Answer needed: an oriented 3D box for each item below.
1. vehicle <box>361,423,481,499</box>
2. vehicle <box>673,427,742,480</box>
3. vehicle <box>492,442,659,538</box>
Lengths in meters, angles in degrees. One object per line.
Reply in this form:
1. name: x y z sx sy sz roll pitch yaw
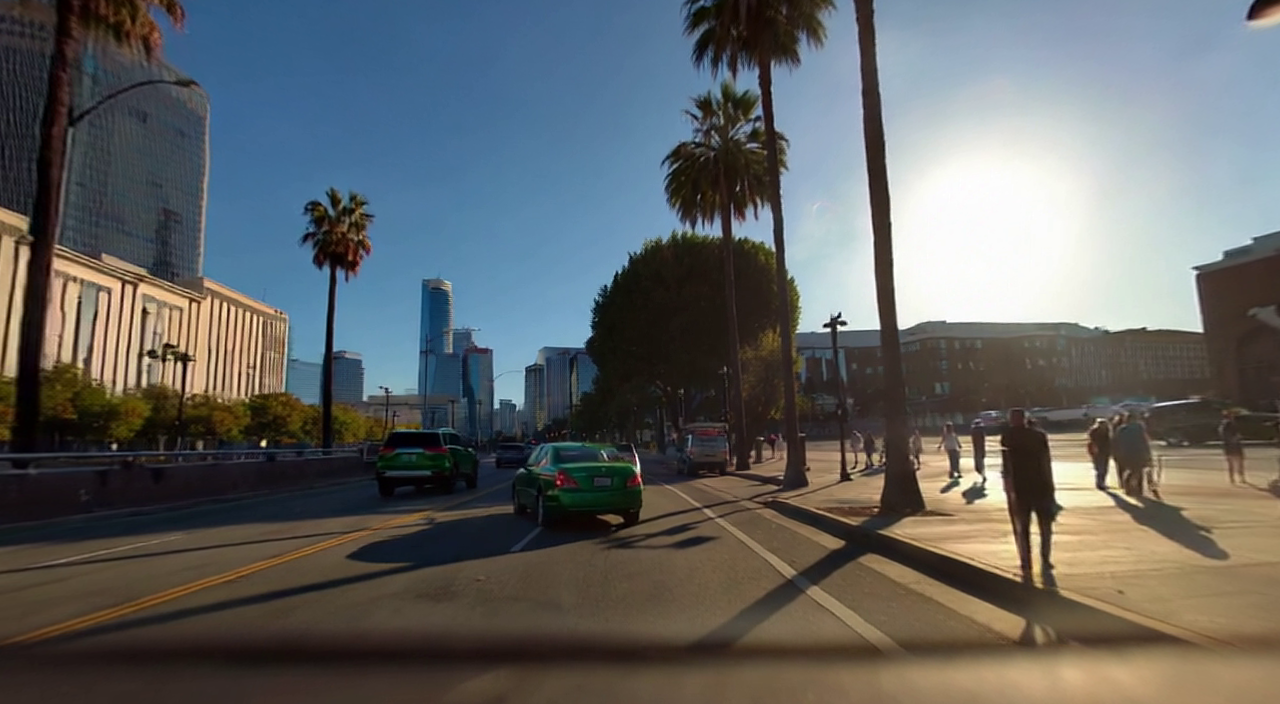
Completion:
1. vehicle: -6.630 3.366 19.864 2.164 2.047 5.455 0 -9 -4
2. vehicle: 2.976 4.657 29.136 2.126 2.167 5.098 1 -9 -6
3. vehicle: -1.490 2.532 12.372 1.930 1.477 4.657 3 -9 -23
